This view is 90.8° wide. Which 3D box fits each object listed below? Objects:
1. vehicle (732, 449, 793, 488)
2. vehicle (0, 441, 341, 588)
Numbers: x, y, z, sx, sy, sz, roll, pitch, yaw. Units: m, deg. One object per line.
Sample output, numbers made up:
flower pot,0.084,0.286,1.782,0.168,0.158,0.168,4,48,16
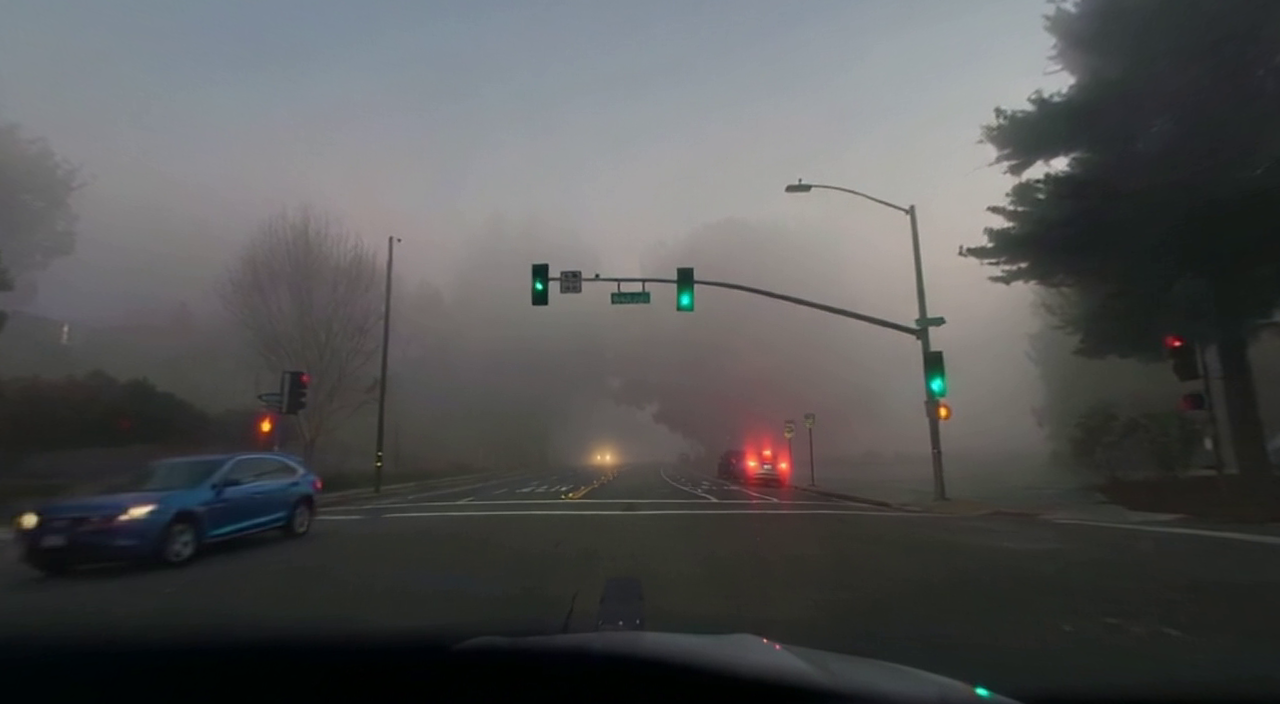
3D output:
vehicle,5.486,5.241,28.797,1.891,1.611,4.269,0,-9,0
vehicle,-6.899,2.185,9.524,2.270,1.605,4.958,0,-9,1
